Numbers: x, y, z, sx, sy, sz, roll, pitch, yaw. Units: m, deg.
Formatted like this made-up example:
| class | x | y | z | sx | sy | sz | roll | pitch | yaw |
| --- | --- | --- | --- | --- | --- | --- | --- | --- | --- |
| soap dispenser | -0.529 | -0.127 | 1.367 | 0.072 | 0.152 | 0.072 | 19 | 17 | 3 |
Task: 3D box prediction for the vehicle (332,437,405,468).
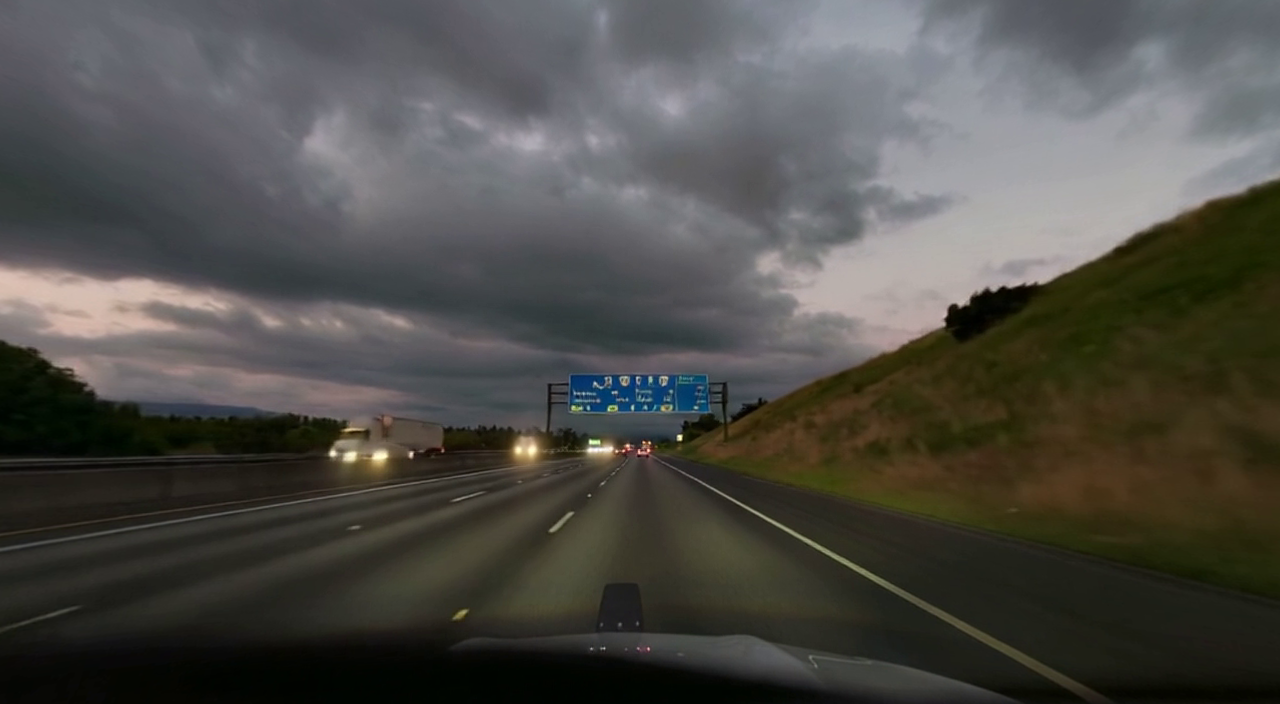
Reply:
| class | x | y | z | sx | sy | sz | roll | pitch | yaw |
| --- | --- | --- | --- | --- | --- | --- | --- | --- | --- |
| vehicle | -15.153 | 5.646 | 35.536 | 1.981 | 1.613 | 4.650 | 0 | -9 | 0 |
